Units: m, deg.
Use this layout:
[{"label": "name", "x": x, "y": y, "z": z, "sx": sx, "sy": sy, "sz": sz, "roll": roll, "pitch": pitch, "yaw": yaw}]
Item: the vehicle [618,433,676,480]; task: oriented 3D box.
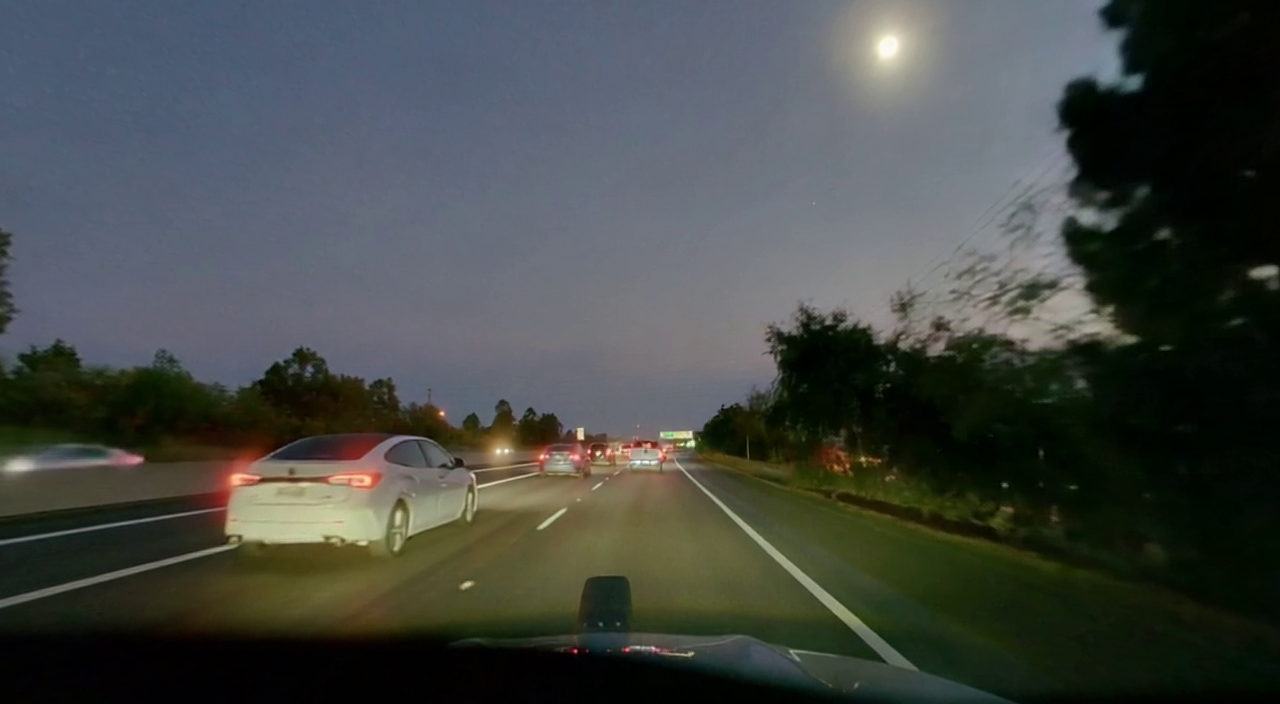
[{"label": "vehicle", "x": 0.325, "y": 4.459, "z": 27.130, "sx": 2.319, "sy": 1.813, "sz": 4.274, "roll": 0, "pitch": -8, "yaw": 1}]

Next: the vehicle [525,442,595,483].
[{"label": "vehicle", "x": -3.077, "y": 4.379, "z": 25.351, "sx": 2.092, "sy": 1.464, "sz": 4.466, "roll": 0, "pitch": -8, "yaw": 2}]

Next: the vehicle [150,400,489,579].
[{"label": "vehicle", "x": -3.729, "y": 1.698, "z": 8.561, "sx": 2.104, "sy": 1.754, "sz": 4.515, "roll": 0, "pitch": -8, "yaw": 2}]

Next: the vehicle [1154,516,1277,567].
[{"label": "vehicle", "x": 25.315, "y": 8.323, "z": 27.983, "sx": 1.985, "sy": 1.513, "sz": 4.339, "roll": -2, "pitch": -8, "yaw": 11}]
